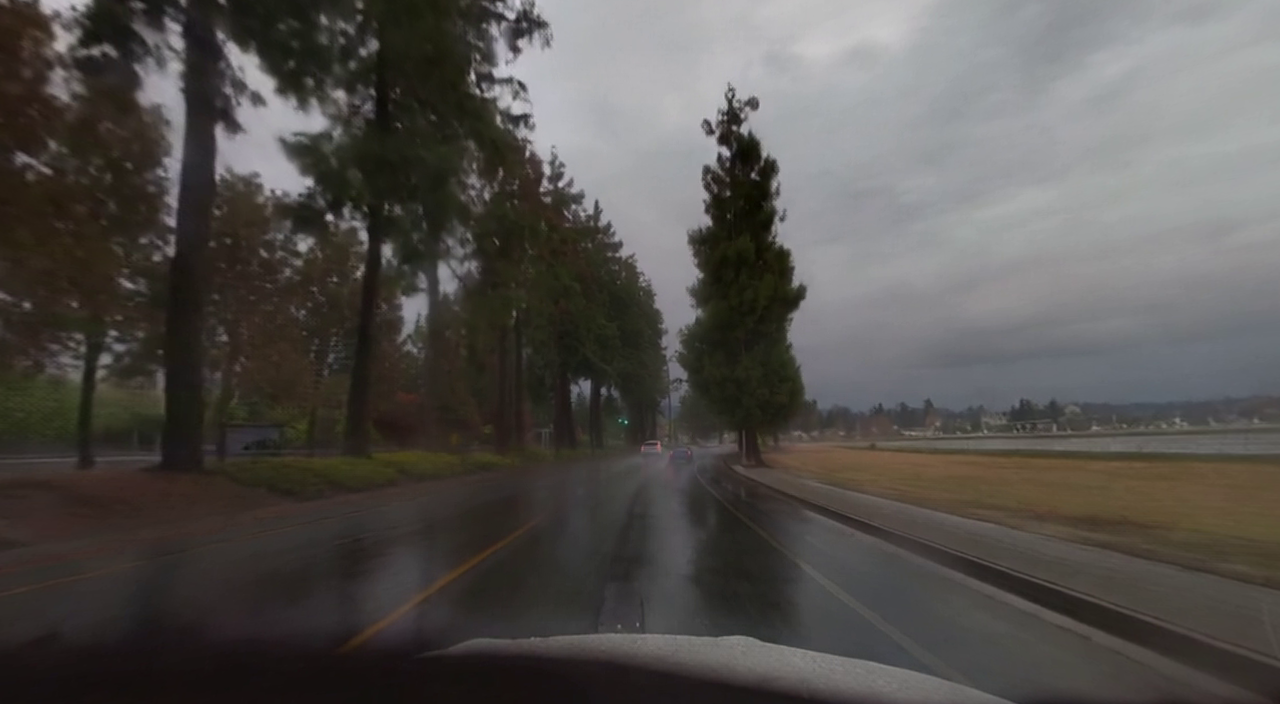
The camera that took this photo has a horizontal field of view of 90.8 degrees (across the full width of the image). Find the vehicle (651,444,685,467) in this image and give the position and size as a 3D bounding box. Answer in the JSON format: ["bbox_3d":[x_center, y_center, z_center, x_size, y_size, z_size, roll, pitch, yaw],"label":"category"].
[{"bbox_3d":[1.928,6.898,42.336,2.071,1.474,4.047,-1,-8,5],"label":"vehicle"}]
